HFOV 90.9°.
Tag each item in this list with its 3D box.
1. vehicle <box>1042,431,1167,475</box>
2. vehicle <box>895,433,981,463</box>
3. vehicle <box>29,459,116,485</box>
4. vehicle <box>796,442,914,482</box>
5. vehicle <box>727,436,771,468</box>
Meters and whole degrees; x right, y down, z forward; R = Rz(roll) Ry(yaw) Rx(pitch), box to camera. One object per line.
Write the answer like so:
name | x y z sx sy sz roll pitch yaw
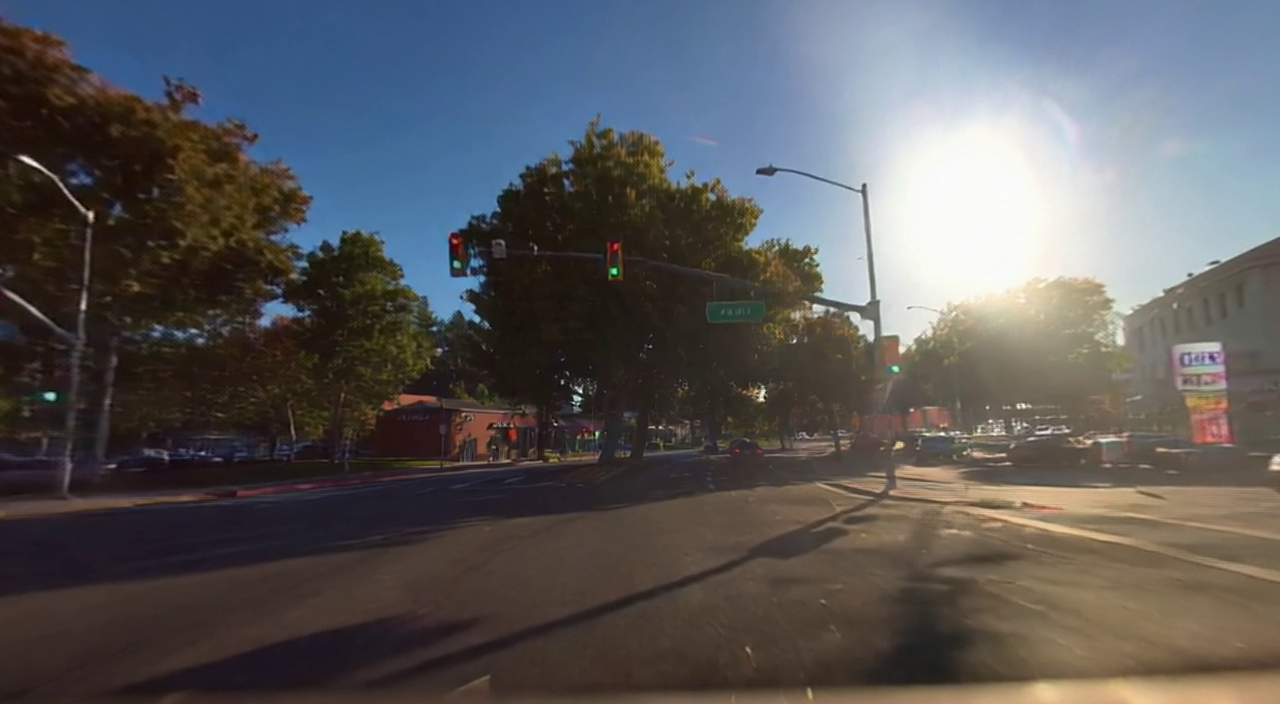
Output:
vehicle | 20.668 4.472 28.064 4.707 1.790 2.357 4 -9 -24
vehicle | 18.906 6.119 40.247 4.557 1.825 2.350 -3 -9 15
vehicle | -34.898 7.342 38.881 1.702 1.407 4.019 0 -9 -2
vehicle | 8.741 4.508 26.081 1.938 1.466 4.434 4 -10 -28
vehicle | 6.310 5.722 36.209 2.311 1.715 4.287 -2 -9 11
